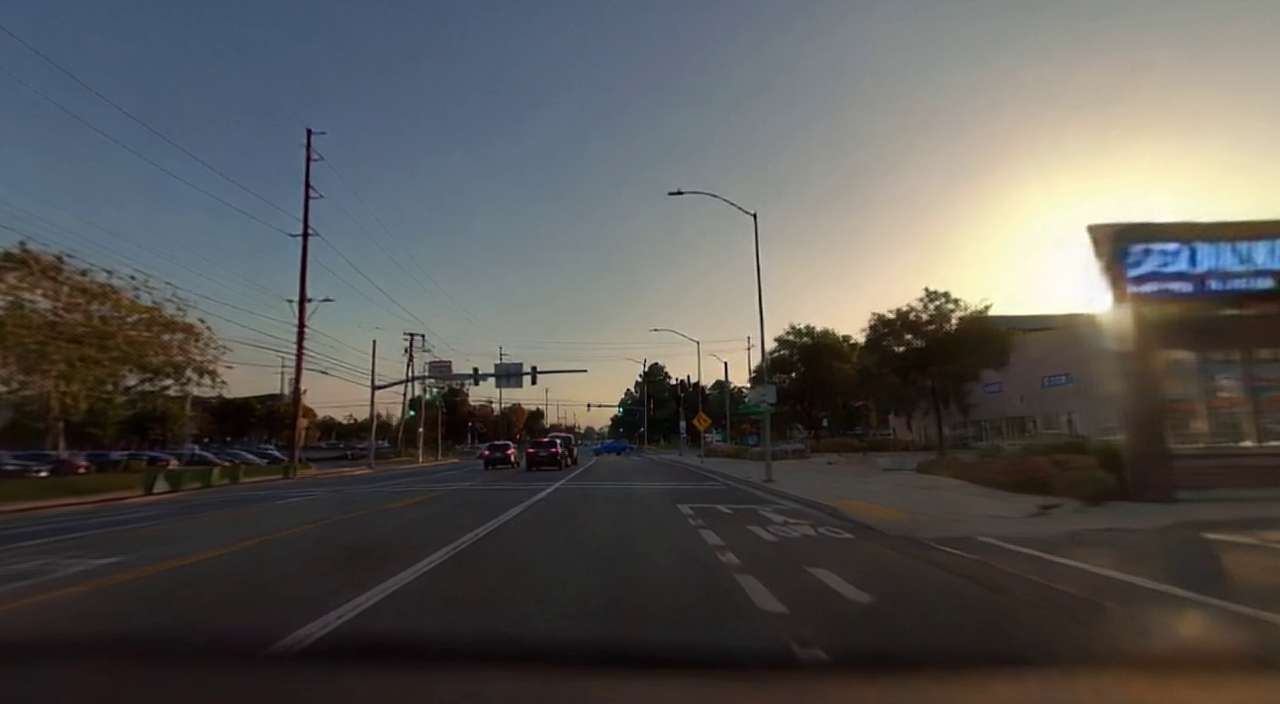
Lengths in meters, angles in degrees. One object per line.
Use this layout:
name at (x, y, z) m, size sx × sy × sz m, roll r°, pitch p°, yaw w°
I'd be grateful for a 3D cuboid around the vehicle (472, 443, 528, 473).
vehicle at (-7.433, 5.653, 33.872) m, size 2.010 × 1.455 × 4.271 m, roll 0°, pitch -8°, yaw 0°

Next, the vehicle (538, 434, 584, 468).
vehicle at (-4.819, 6.154, 39.269) m, size 2.371 × 1.926 × 5.099 m, roll 0°, pitch -8°, yaw -2°
